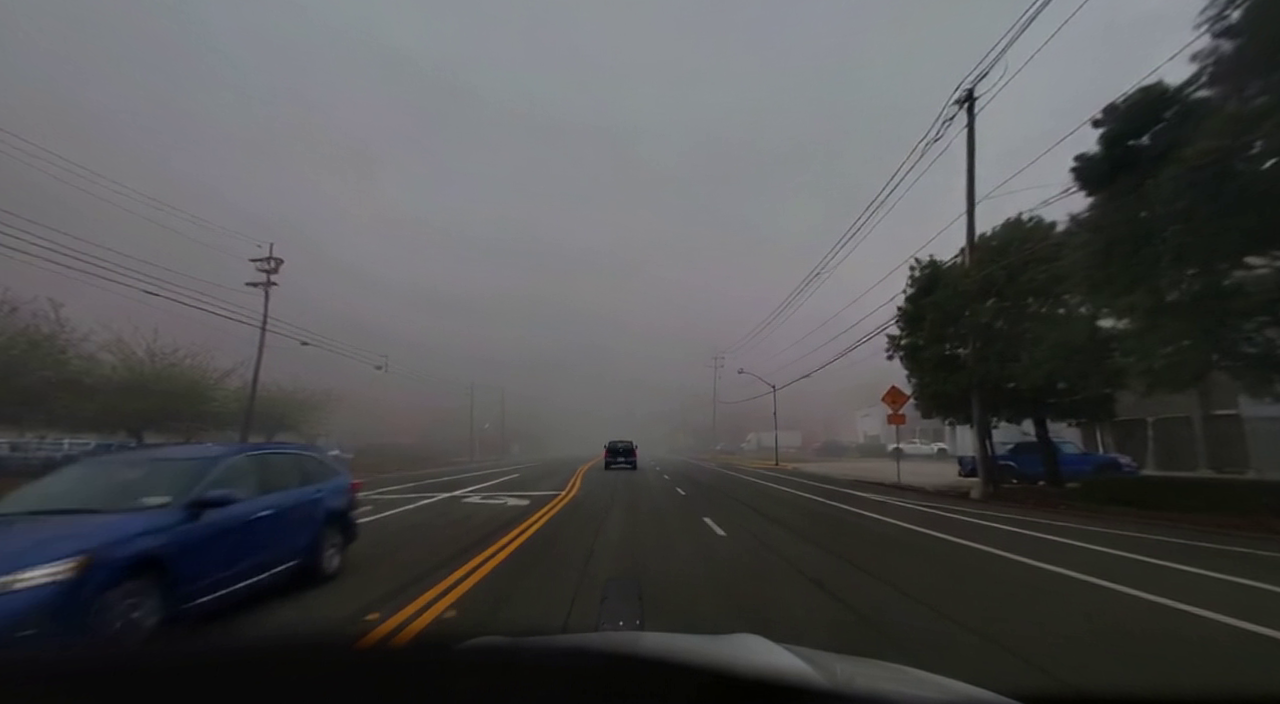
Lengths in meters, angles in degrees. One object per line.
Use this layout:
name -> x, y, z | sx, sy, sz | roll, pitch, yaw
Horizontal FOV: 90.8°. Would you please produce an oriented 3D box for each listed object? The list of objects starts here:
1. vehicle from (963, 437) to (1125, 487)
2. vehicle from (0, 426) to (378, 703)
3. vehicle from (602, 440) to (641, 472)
vehicle -> 18.120, 4.922, 28.761 | 2.423, 2.005, 5.671 | 4, -9, -25
vehicle -> -3.782, 1.353, 4.798 | 1.863, 1.435, 4.204 | 0, -8, -1
vehicle -> -0.972, 5.519, 33.756 | 1.937, 1.588, 3.746 | 0, -8, -1
